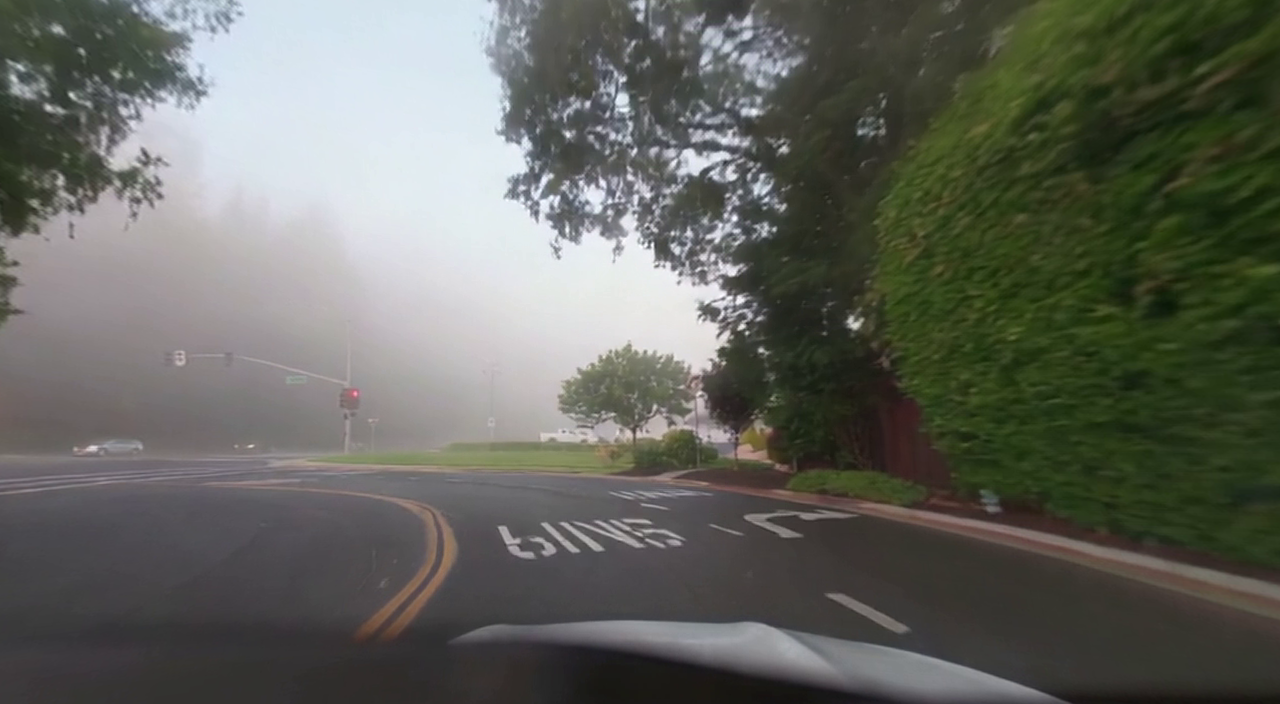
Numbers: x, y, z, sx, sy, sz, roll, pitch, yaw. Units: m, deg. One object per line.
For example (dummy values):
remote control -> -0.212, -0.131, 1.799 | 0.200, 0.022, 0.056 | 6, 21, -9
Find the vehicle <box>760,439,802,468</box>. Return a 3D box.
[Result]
vehicle -> 8.689, 6.130, 38.310 | 1.907, 1.515, 4.550 | -2, -7, 20

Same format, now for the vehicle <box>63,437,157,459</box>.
vehicle -> -37.228, 6.742, 44.289 | 1.847, 1.461, 4.853 | -2, -9, 11
